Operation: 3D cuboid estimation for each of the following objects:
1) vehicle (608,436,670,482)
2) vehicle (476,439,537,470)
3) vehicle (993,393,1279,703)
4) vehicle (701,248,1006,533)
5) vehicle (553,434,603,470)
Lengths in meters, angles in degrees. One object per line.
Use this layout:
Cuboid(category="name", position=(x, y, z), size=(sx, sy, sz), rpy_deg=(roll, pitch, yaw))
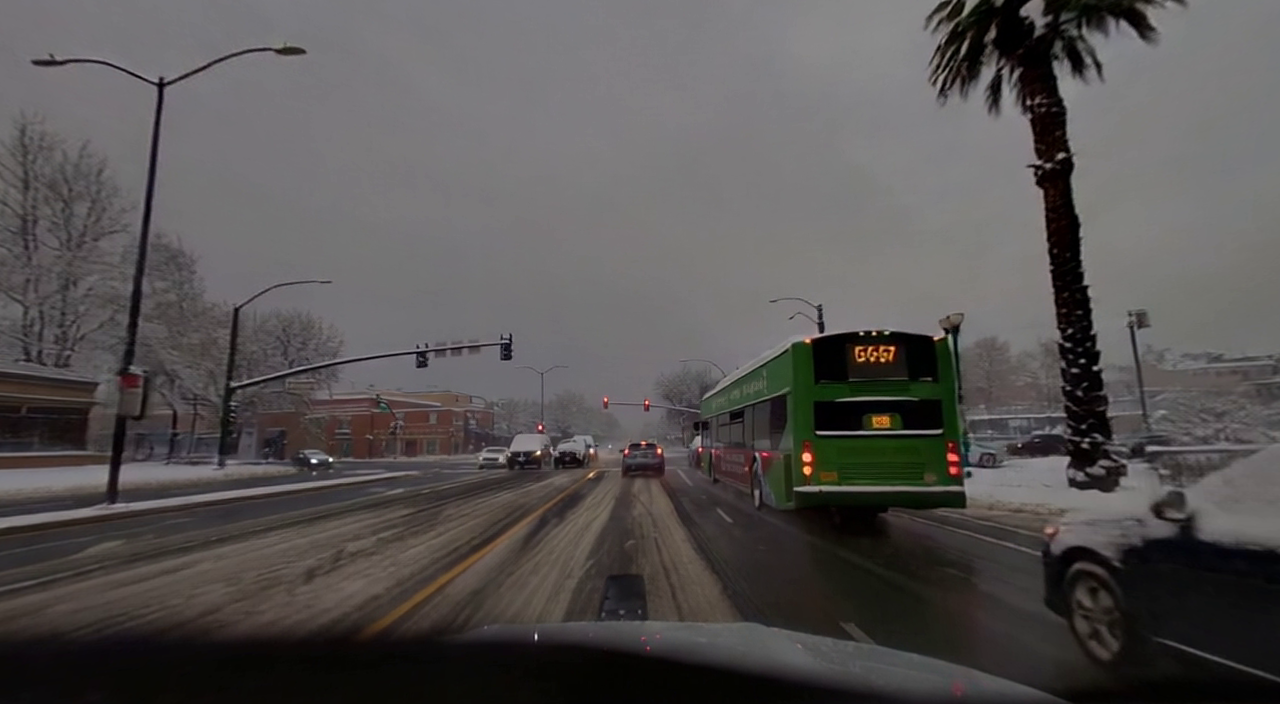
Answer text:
Cuboid(category="vehicle", position=(-0.014, 3.849, 22.927), size=(2.060, 1.499, 3.831), rpy_deg=(0, -9, 1))
Cuboid(category="vehicle", position=(-6.786, 5.267, 32.732), size=(1.927, 1.480, 4.832), rpy_deg=(0, -9, 2))
Cuboid(category="vehicle", position=(3.598, 0.854, 2.055), size=(1.965, 1.519, 5.078), rpy_deg=(0, -9, 0))
Cuboid(category="vehicle", position=(3.565, 1.484, 15.603), size=(2.970, 4.015, 13.606), rpy_deg=(0, -9, 1))
Cuboid(category="vehicle", position=(-3.149, 5.179, 32.871), size=(2.020, 1.721, 4.366), rpy_deg=(0, -8, 2))
